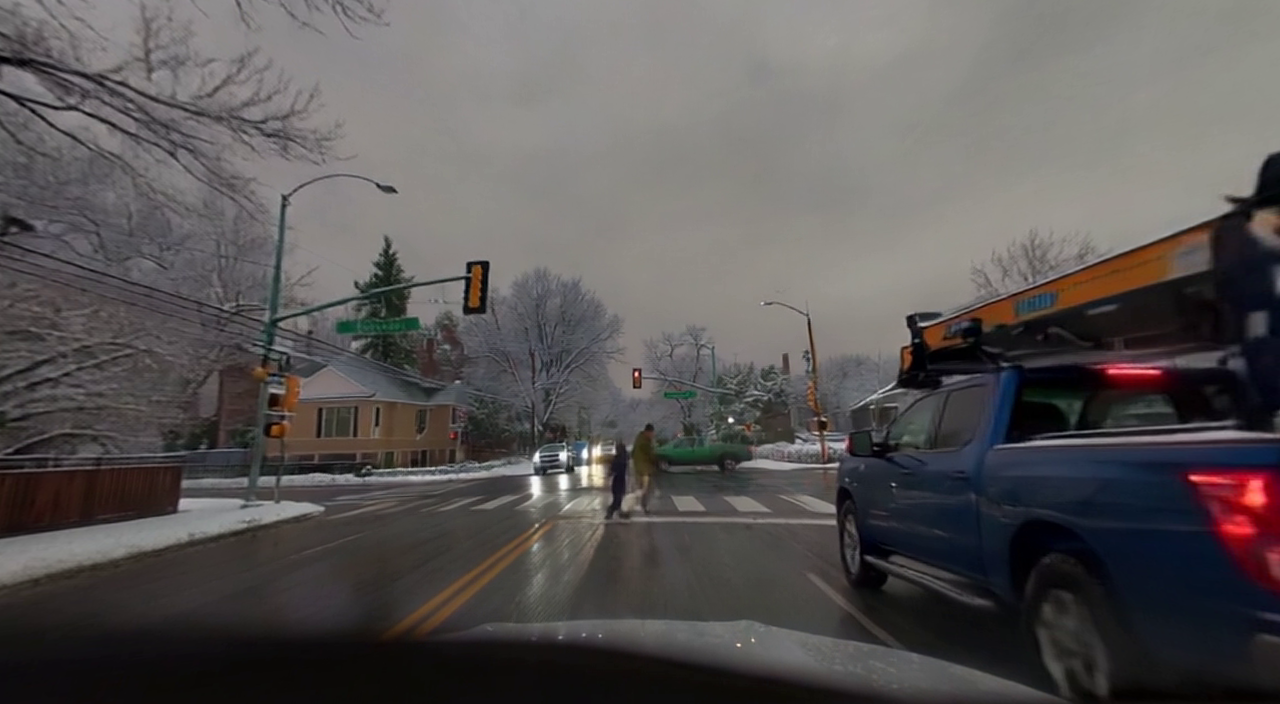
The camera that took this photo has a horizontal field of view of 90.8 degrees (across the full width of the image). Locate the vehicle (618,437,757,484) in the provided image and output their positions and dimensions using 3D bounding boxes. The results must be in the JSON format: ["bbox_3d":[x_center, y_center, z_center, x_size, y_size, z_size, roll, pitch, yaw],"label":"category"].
[{"bbox_3d":[1.755,4.031,23.800,4.771,1.630,1.979,3,-9,-18],"label":"vehicle"}]

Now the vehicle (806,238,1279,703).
[{"bbox_3d":[3.069,1.045,4.564,2.177,2.015,5.463,0,-9,-1],"label":"vehicle"}]

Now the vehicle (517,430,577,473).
[{"bbox_3d":[-5.970,6.571,41.722,2.896,2.560,7.322,0,-9,0],"label":"vehicle"}]
